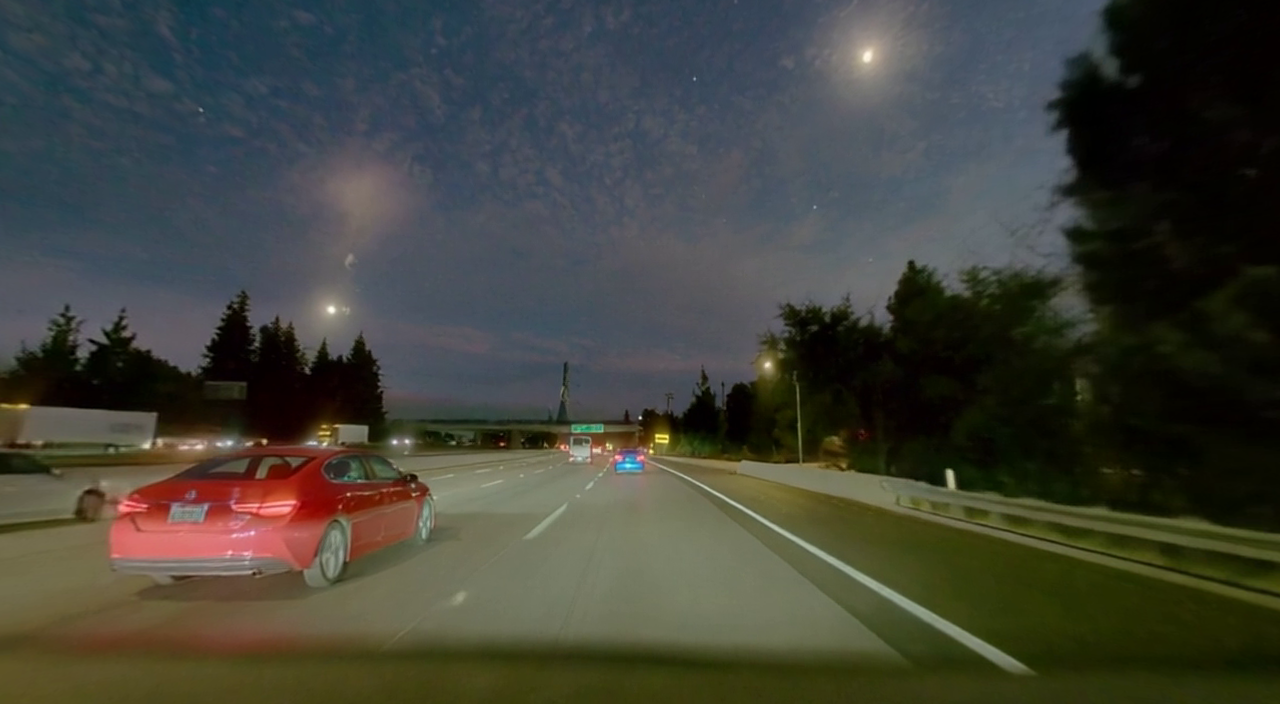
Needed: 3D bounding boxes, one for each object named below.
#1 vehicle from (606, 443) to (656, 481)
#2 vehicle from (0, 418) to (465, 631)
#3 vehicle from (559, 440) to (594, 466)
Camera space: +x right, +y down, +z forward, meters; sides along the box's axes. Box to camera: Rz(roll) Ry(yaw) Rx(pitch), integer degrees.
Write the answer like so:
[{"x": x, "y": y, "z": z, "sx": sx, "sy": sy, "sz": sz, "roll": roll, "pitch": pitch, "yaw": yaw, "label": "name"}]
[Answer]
[{"x": -0.383, "y": 4.619, "z": 26.659, "sx": 1.954, "sy": 1.460, "sz": 3.983, "roll": 1, "pitch": -9, "yaw": -1, "label": "vehicle"}, {"x": -3.620, "y": 1.604, "z": 6.903, "sx": 2.035, "sy": 1.514, "sz": 4.600, "roll": 0, "pitch": -9, "yaw": 0, "label": "vehicle"}, {"x": -4.582, "y": 7.365, "z": 45.875, "sx": 2.174, "sy": 1.806, "sz": 3.932, "roll": 0, "pitch": -9, "yaw": -1, "label": "vehicle"}]
